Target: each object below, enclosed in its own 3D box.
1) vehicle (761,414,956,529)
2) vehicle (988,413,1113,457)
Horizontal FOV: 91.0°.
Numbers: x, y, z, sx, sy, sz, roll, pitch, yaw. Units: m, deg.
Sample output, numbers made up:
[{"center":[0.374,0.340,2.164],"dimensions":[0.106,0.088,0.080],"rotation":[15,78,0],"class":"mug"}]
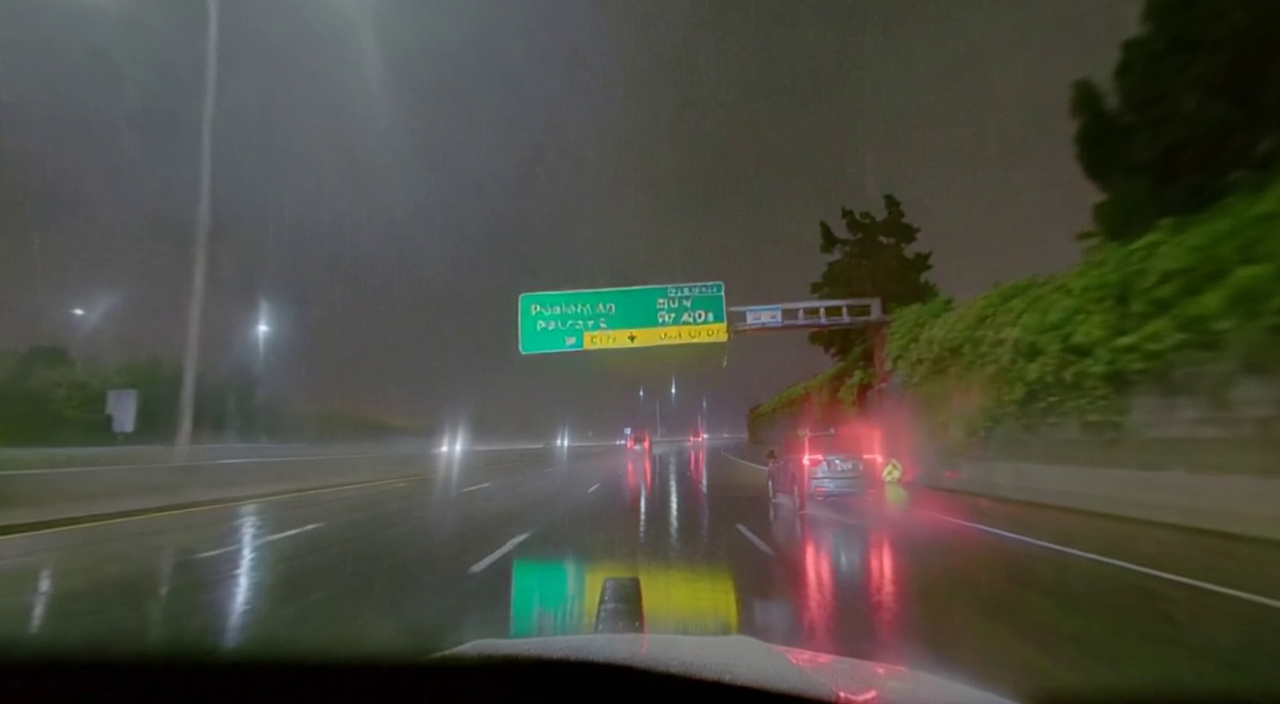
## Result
[{"center":[3.734,2.134,11.731],"dimensions":[2.090,1.715,4.228],"rotation":[0,-9,0],"class":"vehicle"},{"center":[23.685,4.879,36.506],"dimensions":[5.707,2.048,2.282],"rotation":[-10,-13,34],"class":"vehicle"}]
